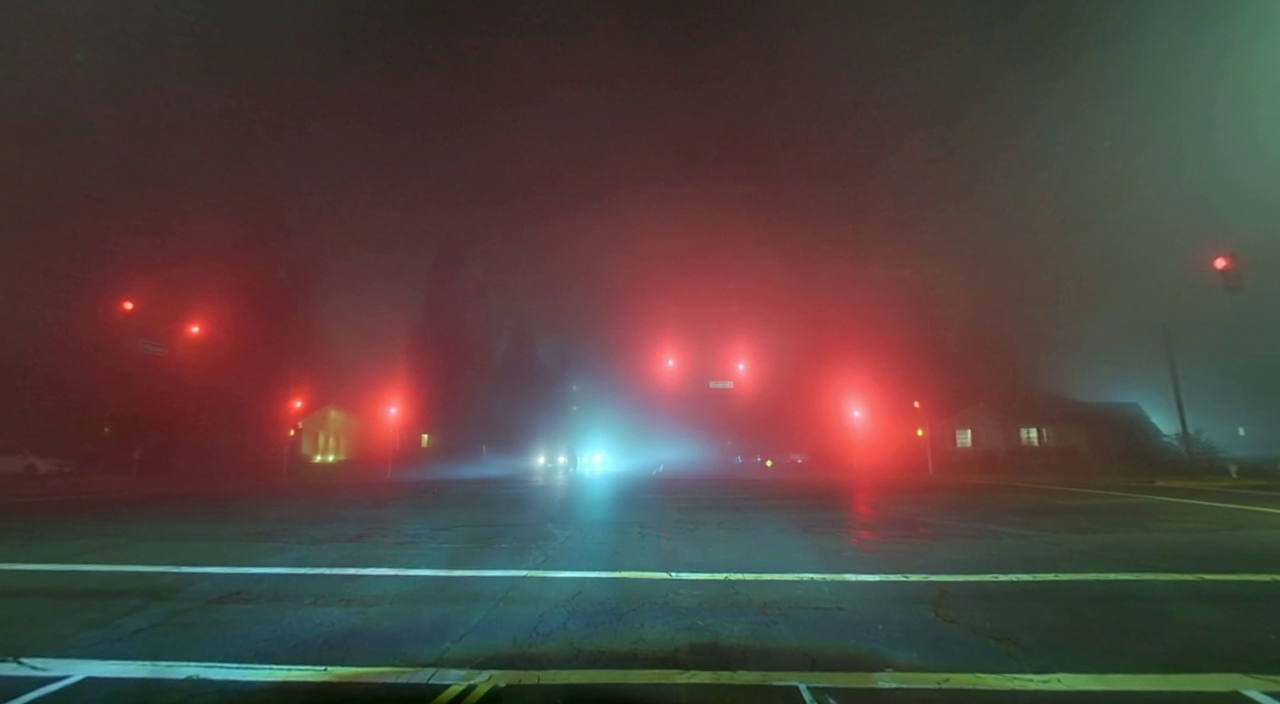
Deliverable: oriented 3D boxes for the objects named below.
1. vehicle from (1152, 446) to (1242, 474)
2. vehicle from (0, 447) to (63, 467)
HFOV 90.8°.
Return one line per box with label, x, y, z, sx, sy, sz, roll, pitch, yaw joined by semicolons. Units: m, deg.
vehicle;36.781;7.105;41.871;1.853;1.723;4.460;0;-9;0
vehicle;-44.284;7.526;45.380;3.949;1.422;1.744;0;-9;1
